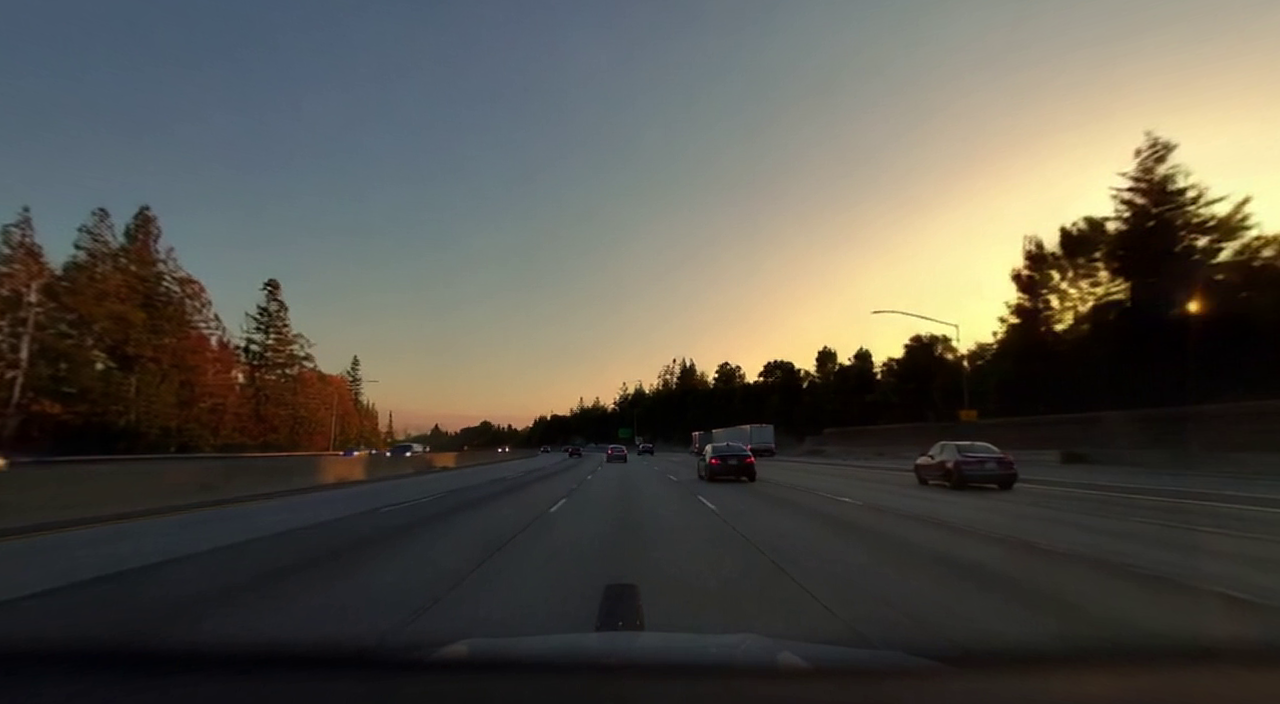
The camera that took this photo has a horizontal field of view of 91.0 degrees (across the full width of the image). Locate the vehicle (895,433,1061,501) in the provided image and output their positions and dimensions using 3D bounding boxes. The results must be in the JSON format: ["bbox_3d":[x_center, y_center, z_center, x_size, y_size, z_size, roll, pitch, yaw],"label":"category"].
[{"bbox_3d":[9.182,3.160,17.694,1.909,1.634,4.739,0,-9,-2],"label":"vehicle"}]

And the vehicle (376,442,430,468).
[{"bbox_3d":[-18.087,7.882,48.333,2.148,1.902,5.385,0,-9,-2],"label":"vehicle"}]

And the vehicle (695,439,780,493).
[{"bbox_3d":[2.994,3.590,20.120,1.975,1.562,3.823,0,-9,-2],"label":"vehicle"}]
